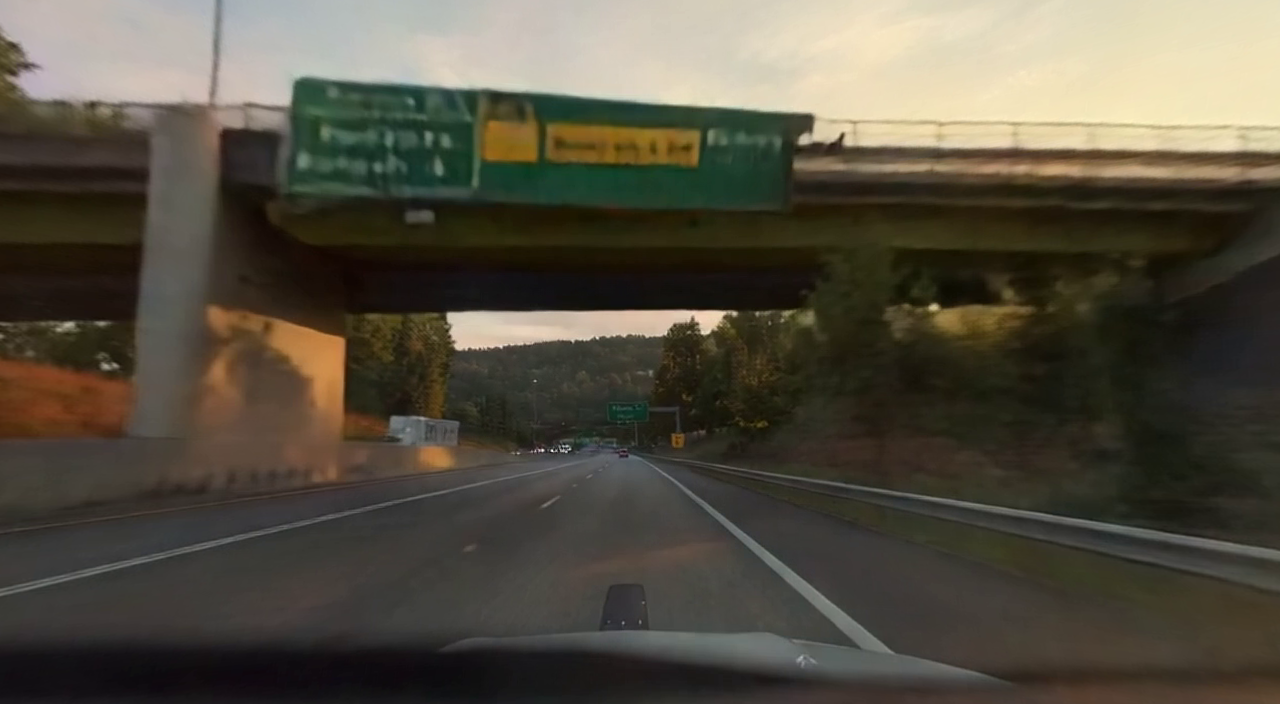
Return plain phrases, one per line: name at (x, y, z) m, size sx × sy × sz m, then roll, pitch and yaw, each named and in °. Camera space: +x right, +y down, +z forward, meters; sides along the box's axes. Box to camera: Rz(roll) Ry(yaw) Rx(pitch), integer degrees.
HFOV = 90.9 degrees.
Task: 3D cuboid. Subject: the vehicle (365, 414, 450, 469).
vehicle at (-17.008, 6.692, 46.792) m, size 3.181 × 3.724 × 8.274 m, roll 0°, pitch -9°, yaw -1°
